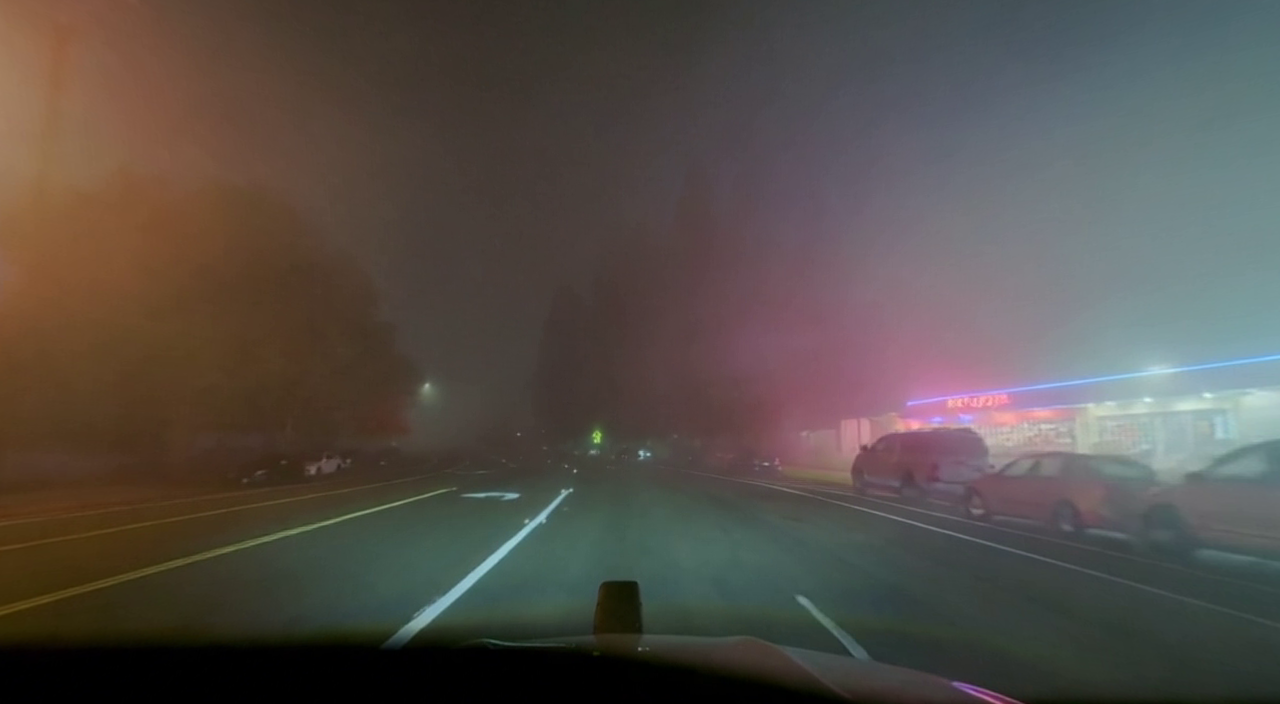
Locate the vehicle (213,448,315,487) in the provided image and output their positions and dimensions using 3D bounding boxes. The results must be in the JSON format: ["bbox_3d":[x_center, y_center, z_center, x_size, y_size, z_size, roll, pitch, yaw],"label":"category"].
[{"bbox_3d":[-15.610,4.768,26.549,2.027,1.470,4.550,1,-9,-9],"label":"vehicle"}]

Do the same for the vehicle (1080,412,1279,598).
[{"bbox_3d":[7.523,1.519,6.314,2.425,1.818,5.028,0,-9,-3],"label":"vehicle"}]

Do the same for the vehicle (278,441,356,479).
[{"bbox_3d":[-16.038,5.372,31.652,1.927,1.748,4.474,1,-9,-7],"label":"vehicle"}]

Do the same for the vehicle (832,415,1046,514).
[{"bbox_3d":[7.391,2.874,16.713,2.543,2.114,5.984,0,-9,-2],"label":"vehicle"}]

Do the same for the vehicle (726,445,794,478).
[{"bbox_3d":[5.946,5.488,31.882,1.872,1.515,4.799,1,-9,-8],"label":"vehicle"}]
